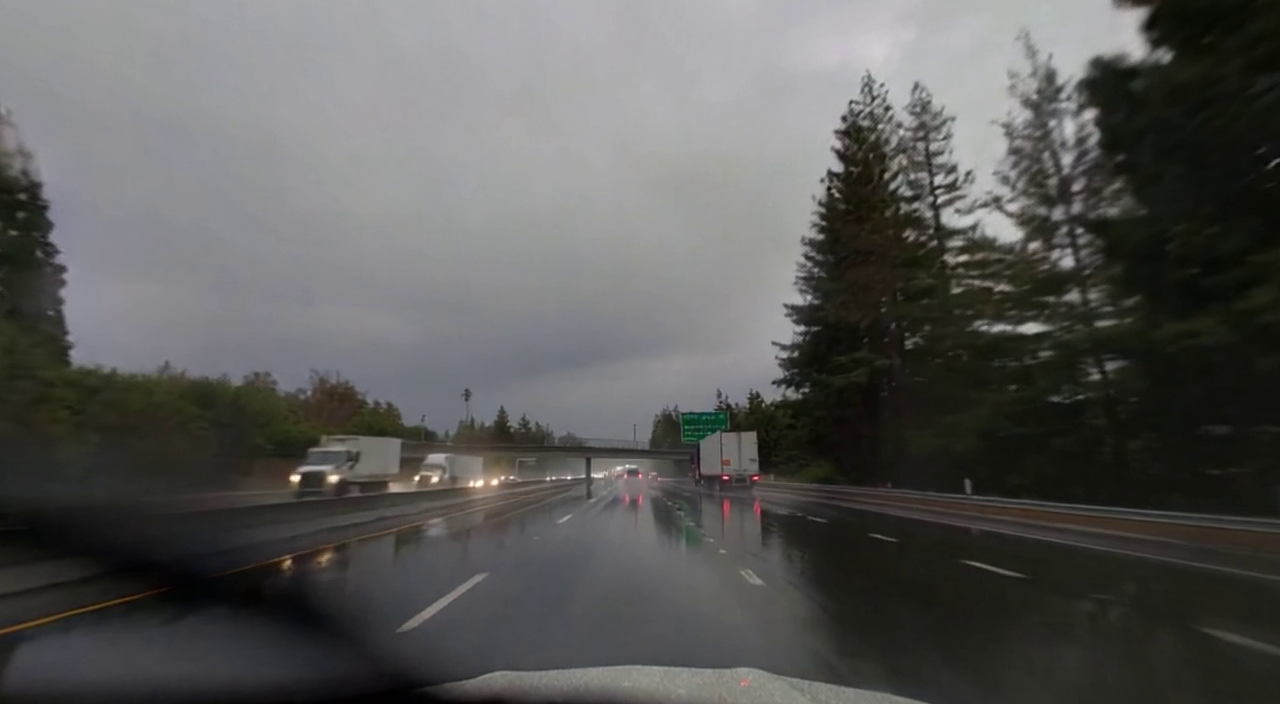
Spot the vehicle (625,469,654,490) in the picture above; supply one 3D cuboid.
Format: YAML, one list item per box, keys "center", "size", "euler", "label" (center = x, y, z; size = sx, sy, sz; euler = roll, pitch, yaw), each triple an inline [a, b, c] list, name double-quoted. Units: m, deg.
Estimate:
- center: [-0.056, 9.279, 46.037]
  size: [2.029, 1.459, 3.684]
  euler: [1, -10, 0]
  label: "vehicle"

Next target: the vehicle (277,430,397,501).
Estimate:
- center: [-15.217, 5.851, 32.380]
  size: [2.627, 3.182, 7.238]
  euler: [1, -11, -2]
  label: "vehicle"
